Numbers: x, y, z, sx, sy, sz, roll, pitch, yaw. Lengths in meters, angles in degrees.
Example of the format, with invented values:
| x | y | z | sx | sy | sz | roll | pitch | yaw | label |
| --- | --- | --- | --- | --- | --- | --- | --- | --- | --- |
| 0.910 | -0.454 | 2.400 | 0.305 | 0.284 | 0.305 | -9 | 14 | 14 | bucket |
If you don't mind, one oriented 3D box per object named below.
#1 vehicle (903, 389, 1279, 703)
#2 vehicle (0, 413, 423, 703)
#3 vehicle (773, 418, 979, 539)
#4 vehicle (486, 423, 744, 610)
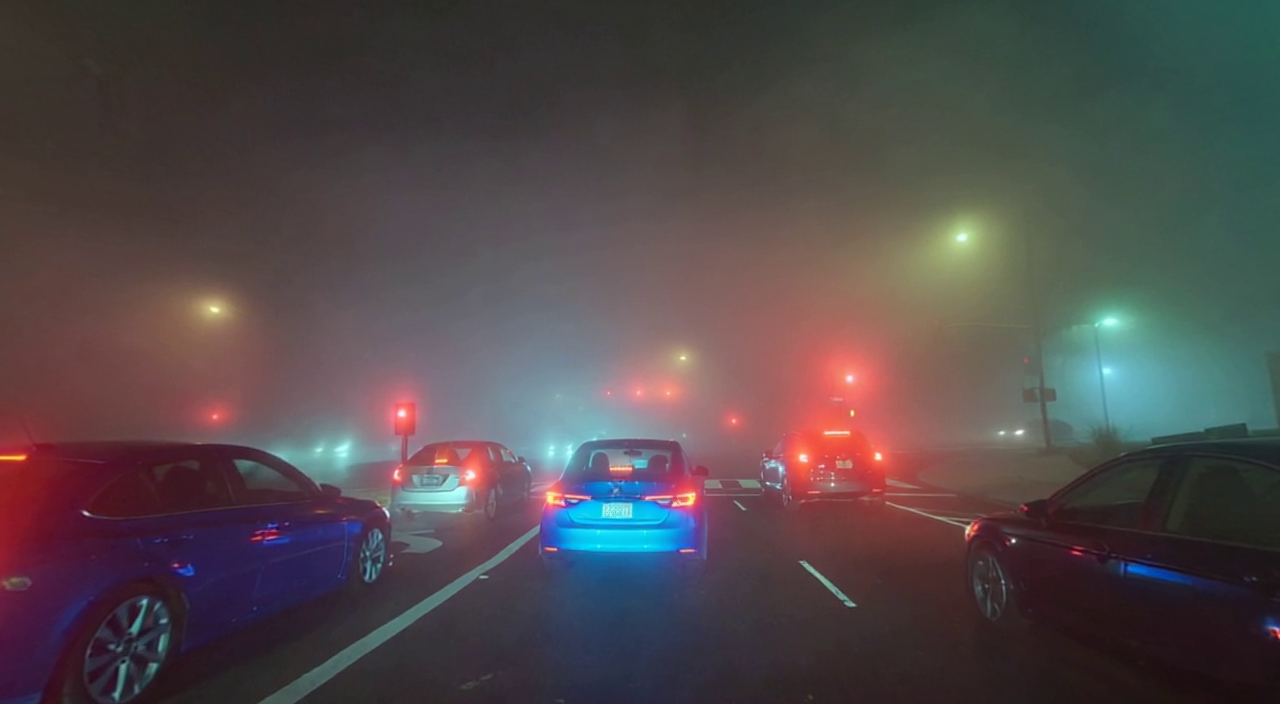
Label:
| x | y | z | sx | sy | sz | roll | pitch | yaw | label |
| --- | --- | --- | --- | --- | --- | --- | --- | --- | --- |
| 3.423 | 1.076 | 3.600 | 1.981 | 1.499 | 4.536 | 0 | -8 | 2 | vehicle |
| -3.404 | 1.298 | 4.712 | 1.980 | 1.454 | 4.226 | 0 | -8 | 1 | vehicle |
| 3.764 | 2.097 | 11.011 | 2.007 | 1.683 | 4.171 | 0 | -8 | 1 | vehicle |
| -0.188 | 1.623 | 7.124 | 2.059 | 1.477 | 3.988 | 0 | -8 | 0 | vehicle |
